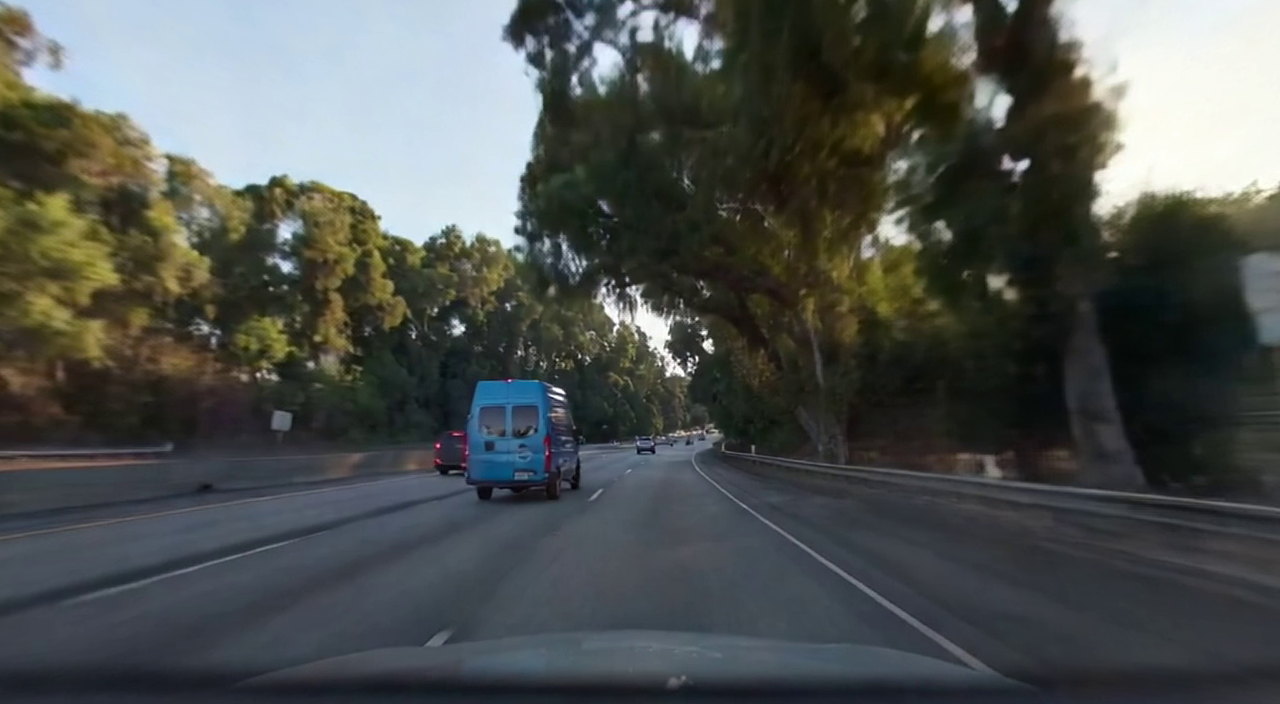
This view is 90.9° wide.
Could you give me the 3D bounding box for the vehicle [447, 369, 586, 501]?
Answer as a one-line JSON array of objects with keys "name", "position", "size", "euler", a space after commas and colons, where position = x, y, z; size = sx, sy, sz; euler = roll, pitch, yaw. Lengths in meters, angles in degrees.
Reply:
[{"name": "vehicle", "position": [-2.928, 2.210, 16.654], "size": [2.319, 2.883, 5.632], "euler": [0, -8, 2]}]
